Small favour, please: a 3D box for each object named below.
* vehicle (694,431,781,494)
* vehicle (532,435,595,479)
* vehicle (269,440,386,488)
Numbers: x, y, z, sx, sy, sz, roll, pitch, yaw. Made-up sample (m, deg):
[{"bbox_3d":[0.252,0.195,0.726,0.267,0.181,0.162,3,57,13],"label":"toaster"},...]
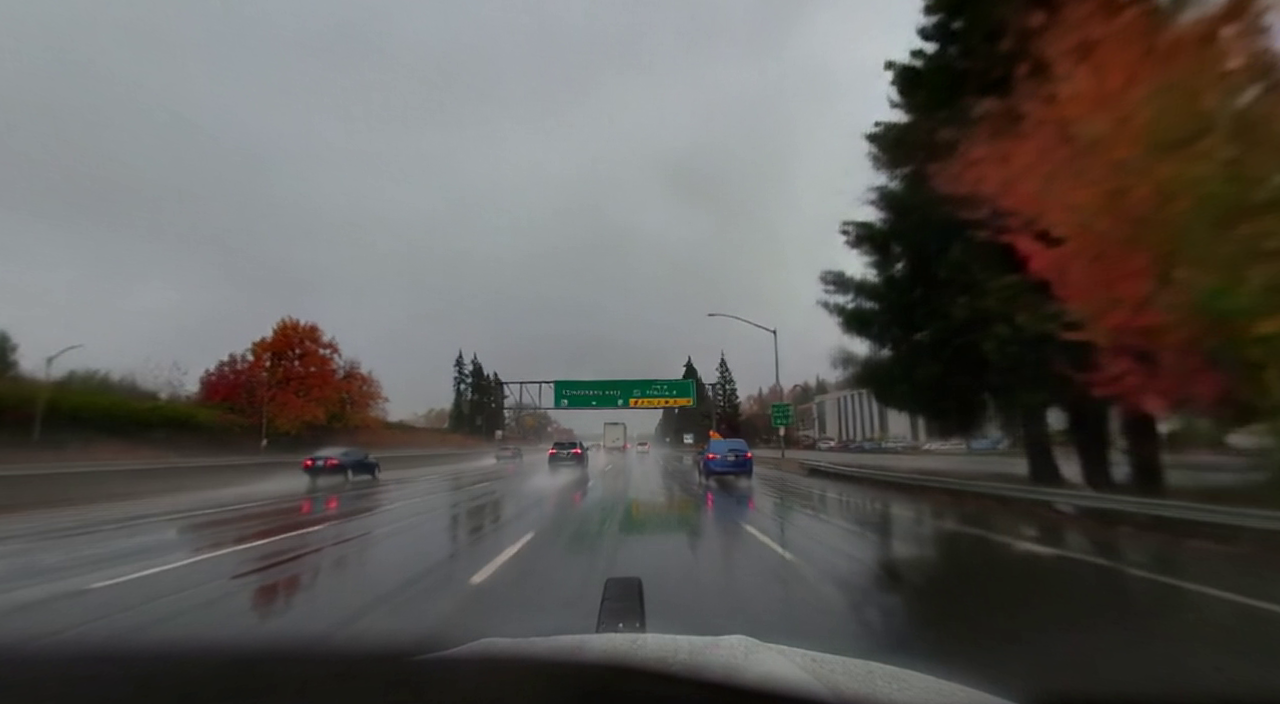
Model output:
[{"bbox_3d":[2.940,3.451,20.010,2.101,1.742,4.495,0,-9,1],"label":"vehicle"},{"bbox_3d":[-3.208,4.526,27.355,2.111,1.742,4.315,0,-9,1],"label":"vehicle"},{"bbox_3d":[-10.994,3.959,22.532,1.919,1.509,4.265,0,-9,1],"label":"vehicle"}]
